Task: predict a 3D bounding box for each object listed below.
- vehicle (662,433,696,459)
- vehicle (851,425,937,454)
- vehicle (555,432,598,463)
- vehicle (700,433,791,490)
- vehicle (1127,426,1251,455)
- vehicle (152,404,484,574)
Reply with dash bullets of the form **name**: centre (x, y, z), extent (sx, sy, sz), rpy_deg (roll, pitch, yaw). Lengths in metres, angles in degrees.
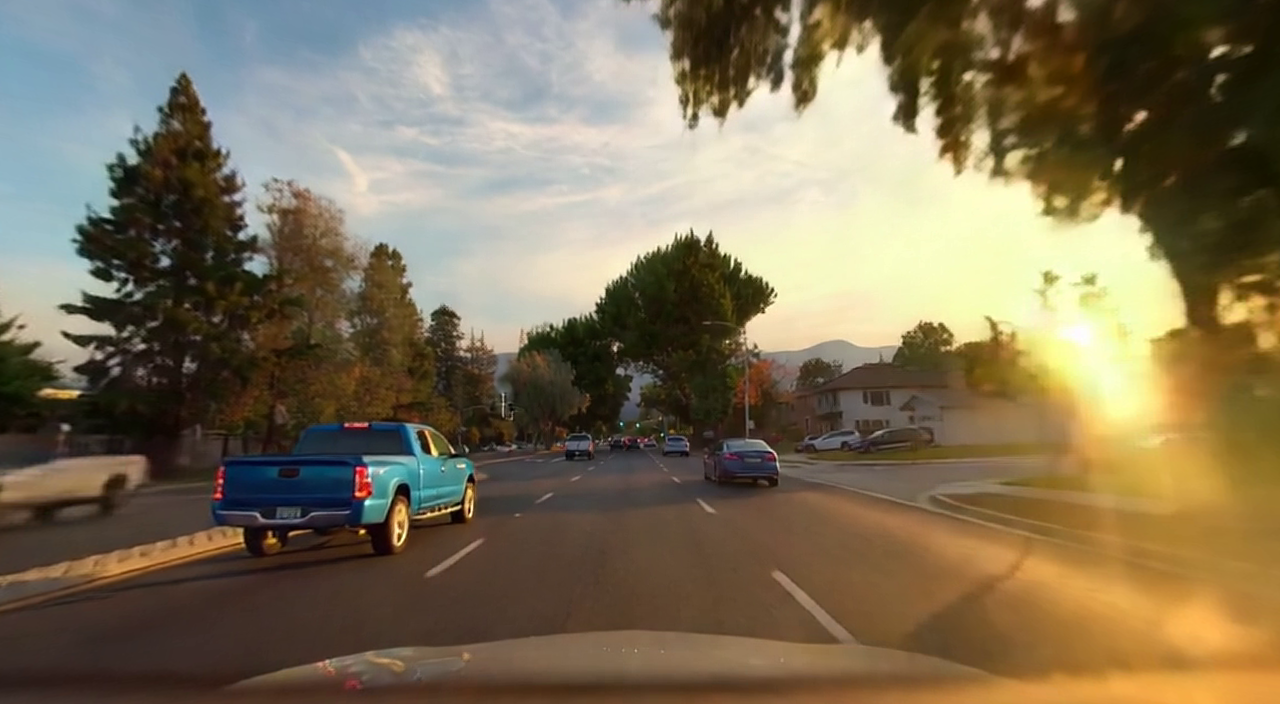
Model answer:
- **vehicle**: centre (2.954, 7.216, 48.705), extent (2.099, 1.845, 4.363), rpy_deg (0, -8, -2)
- **vehicle**: centre (16.961, 5.858, 42.374), extent (1.991, 1.806, 4.902), rpy_deg (6, -10, -39)
- **vehicle**: centre (-3.970, 6.050, 40.163), extent (2.218, 1.829, 4.492), rpy_deg (-1, -8, 1)
- **vehicle**: centre (2.980, 3.176, 18.805), extent (1.884, 1.463, 4.195), rpy_deg (0, -8, -2)
- **vehicle**: centre (29.194, 4.707, 33.708), extent (4.779, 1.462, 1.929), rpy_deg (-1, -8, 0)
- **vehicle**: centre (-4.032, 1.785, 9.307), extent (2.111, 1.745, 5.274), rpy_deg (-1, -8, 0)
